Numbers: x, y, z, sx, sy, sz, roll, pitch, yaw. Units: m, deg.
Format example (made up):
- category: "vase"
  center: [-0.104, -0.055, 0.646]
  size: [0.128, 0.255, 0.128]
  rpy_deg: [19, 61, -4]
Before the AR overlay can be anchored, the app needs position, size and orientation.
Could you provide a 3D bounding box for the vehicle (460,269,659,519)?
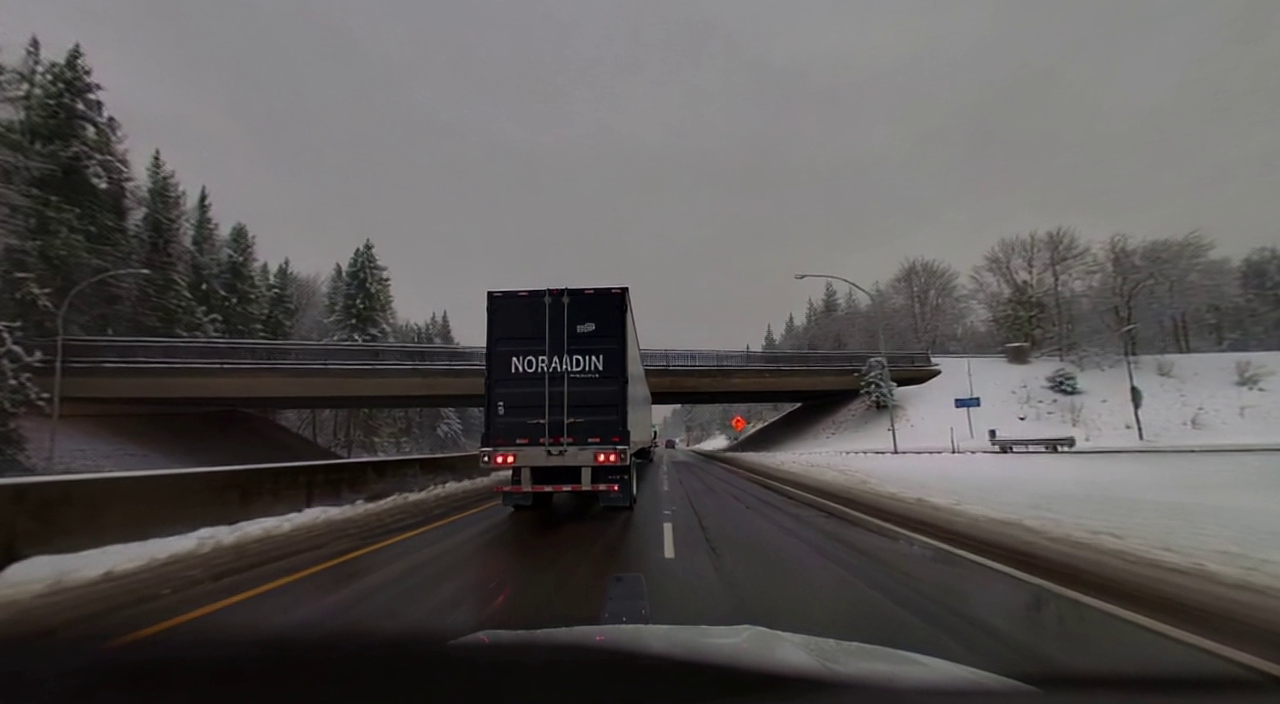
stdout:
- category: "vehicle"
  center: [-1.133, 1.441, 15.780]
  size: [2.935, 4.068, 11.036]
  rpy_deg: [0, -8, 3]
